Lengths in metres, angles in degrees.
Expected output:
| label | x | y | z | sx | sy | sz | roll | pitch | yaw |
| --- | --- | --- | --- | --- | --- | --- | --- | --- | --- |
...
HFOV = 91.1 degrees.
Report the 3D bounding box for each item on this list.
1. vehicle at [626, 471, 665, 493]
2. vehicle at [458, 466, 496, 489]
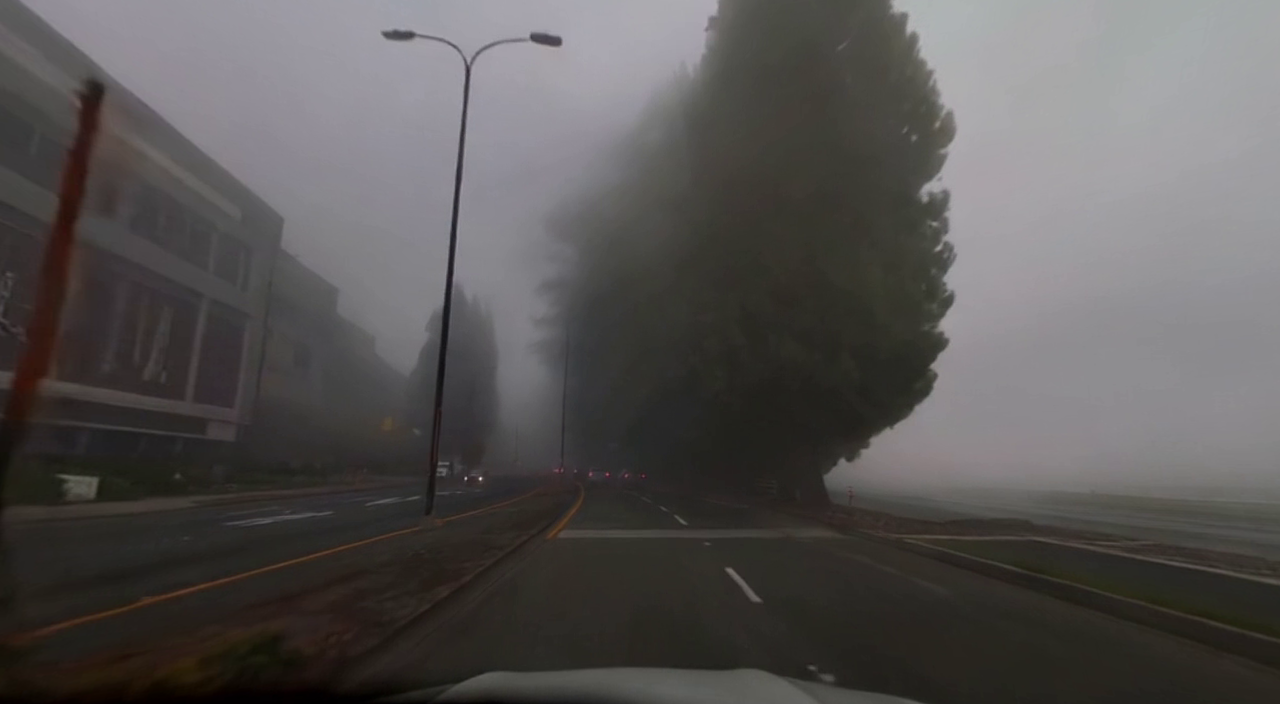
| label | x | y | z | sx | sy | sz | roll | pitch | yaw |
| --- | --- | --- | --- | --- | --- | --- | --- | --- | --- |
| vehicle | 0.303 | 7.742 | 37.401 | 1.775 | 1.186 | 2.933 | 3 | -11 | -11 |
| vehicle | -11.421 | 8.818 | 44.300 | 1.916 | 1.516 | 3.970 | 1 | -10 | -5 |
